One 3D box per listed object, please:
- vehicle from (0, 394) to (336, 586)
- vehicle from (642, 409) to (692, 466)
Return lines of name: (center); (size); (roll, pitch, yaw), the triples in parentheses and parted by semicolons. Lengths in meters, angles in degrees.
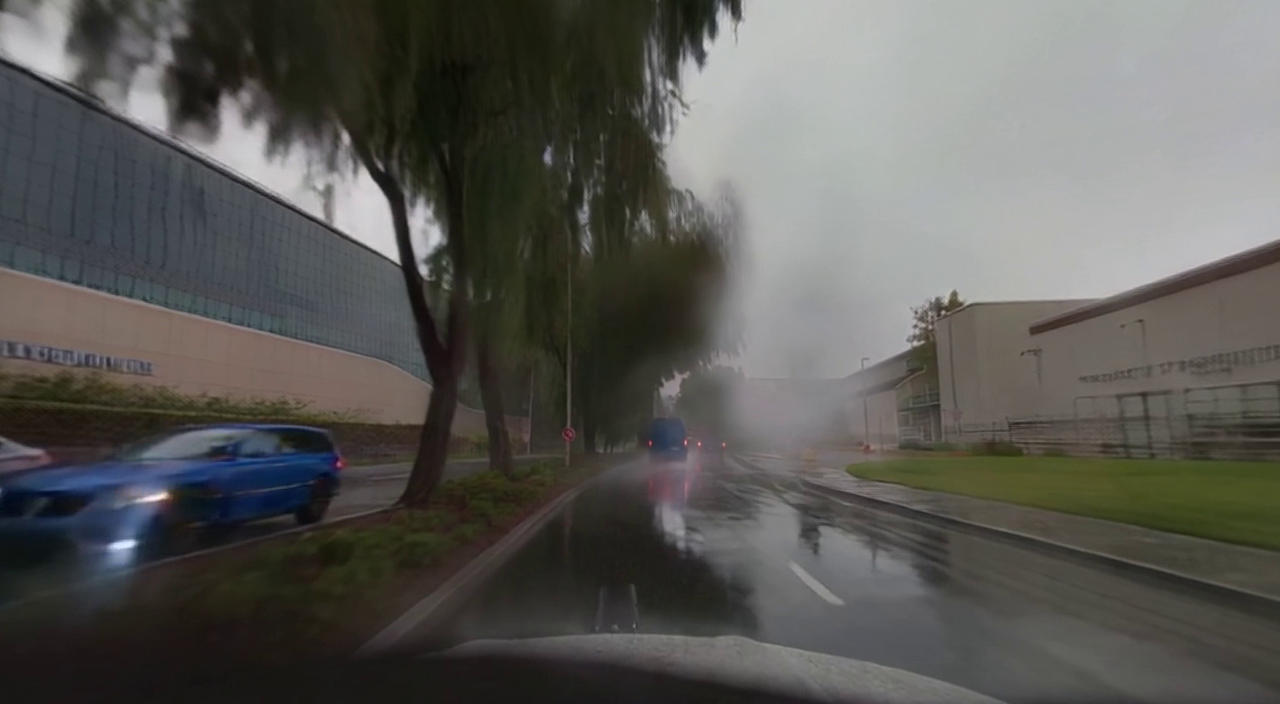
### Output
vehicle: (-5.685, 1.537, 7.631); (1.935, 1.633, 4.247); (-1, -9, -1)
vehicle: (1.539, 4.577, 33.789); (2.435, 2.816, 5.232); (-1, -8, 5)
